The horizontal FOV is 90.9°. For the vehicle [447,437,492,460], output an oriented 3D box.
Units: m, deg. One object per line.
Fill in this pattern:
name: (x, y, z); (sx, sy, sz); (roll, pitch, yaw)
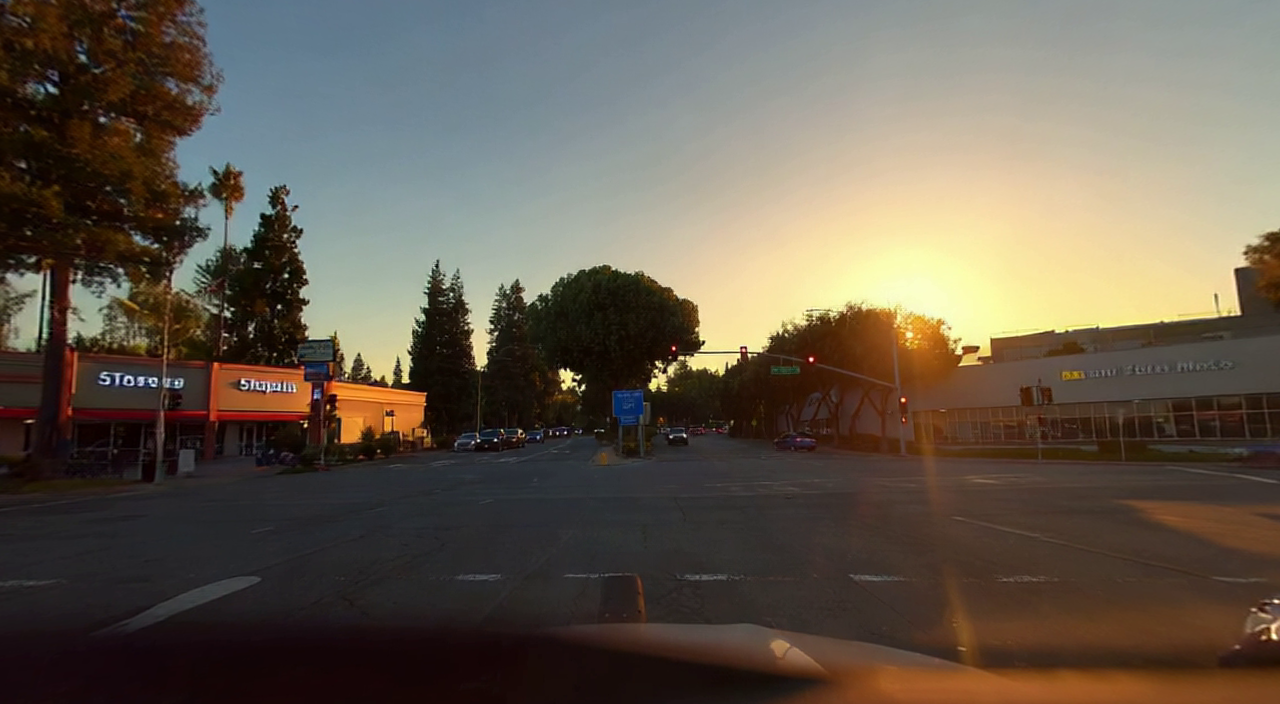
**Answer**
vehicle: (-11.772, 6.689, 43.895); (2.111, 1.499, 4.371); (0, -9, -3)

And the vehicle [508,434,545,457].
vehicle: (-8.048, 6.661, 45.088); (1.920, 1.546, 4.086); (0, -9, -1)

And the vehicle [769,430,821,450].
vehicle: (11.856, 6.833, 48.601); (1.781, 1.448, 4.560); (2, -9, -16)
